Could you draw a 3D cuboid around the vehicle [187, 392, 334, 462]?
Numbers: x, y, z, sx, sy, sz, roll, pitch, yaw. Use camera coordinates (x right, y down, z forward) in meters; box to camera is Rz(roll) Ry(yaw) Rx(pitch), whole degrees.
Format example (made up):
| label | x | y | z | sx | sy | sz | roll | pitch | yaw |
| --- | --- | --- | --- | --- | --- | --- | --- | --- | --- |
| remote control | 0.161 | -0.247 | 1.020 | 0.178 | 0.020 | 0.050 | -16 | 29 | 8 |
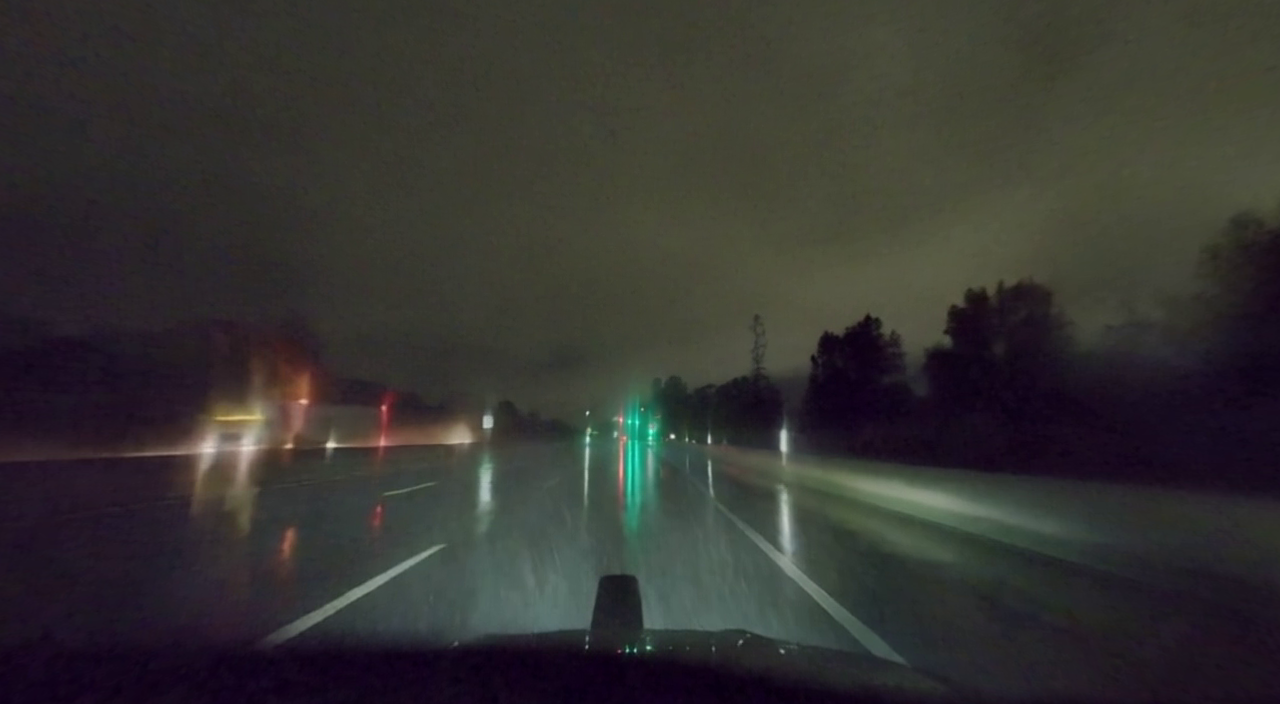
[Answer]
| label | x | y | z | sx | sy | sz | roll | pitch | yaw |
| --- | --- | --- | --- | --- | --- | --- | --- | --- | --- |
| vehicle | -23.587 | 4.866 | 40.072 | 3.046 | 3.856 | 10.186 | 0 | -8 | -1 |
